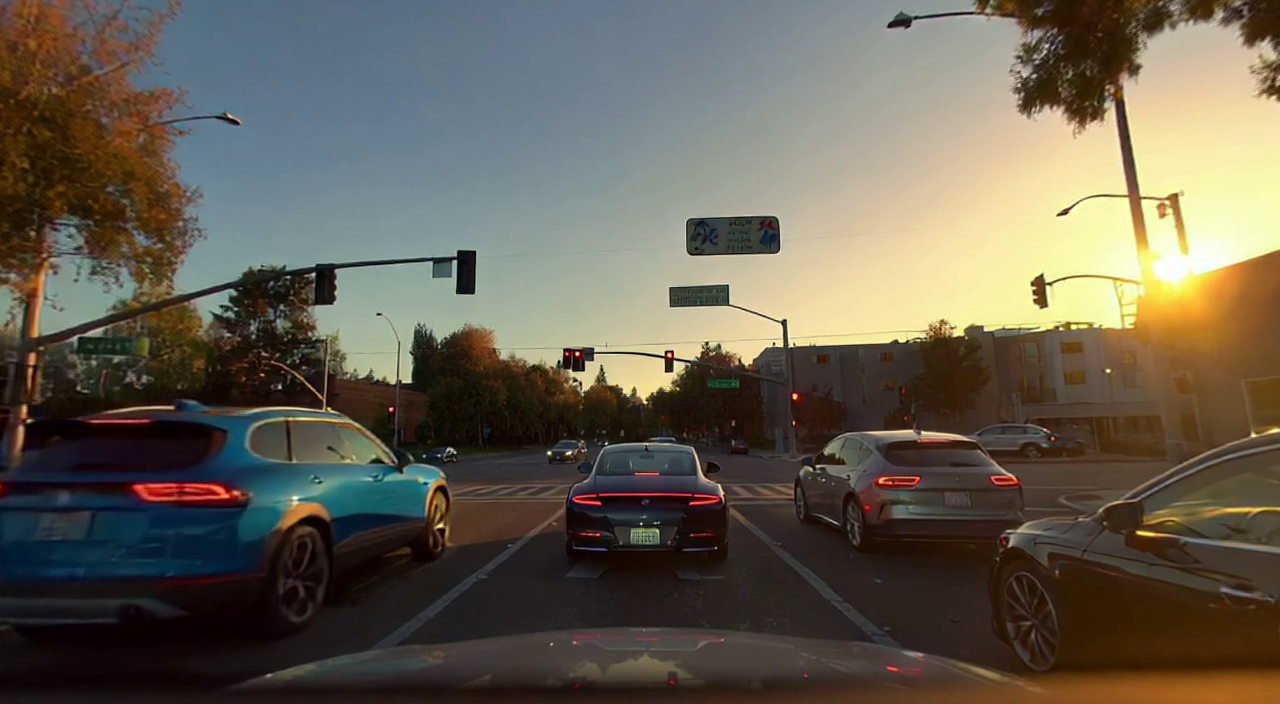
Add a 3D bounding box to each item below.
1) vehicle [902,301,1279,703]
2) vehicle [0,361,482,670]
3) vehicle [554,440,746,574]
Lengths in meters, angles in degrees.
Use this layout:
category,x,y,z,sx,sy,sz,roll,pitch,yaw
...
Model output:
category,x,y,z,sx,sy,sz,roll,pitch,yaw
vehicle,3.100,0.804,2.532,2.143,1.759,4.531,0,-8,0
vehicle,-3.236,1.295,6.135,2.061,1.781,4.842,0,-8,1
vehicle,0.114,1.869,8.398,1.945,1.343,3.827,0,-8,0
